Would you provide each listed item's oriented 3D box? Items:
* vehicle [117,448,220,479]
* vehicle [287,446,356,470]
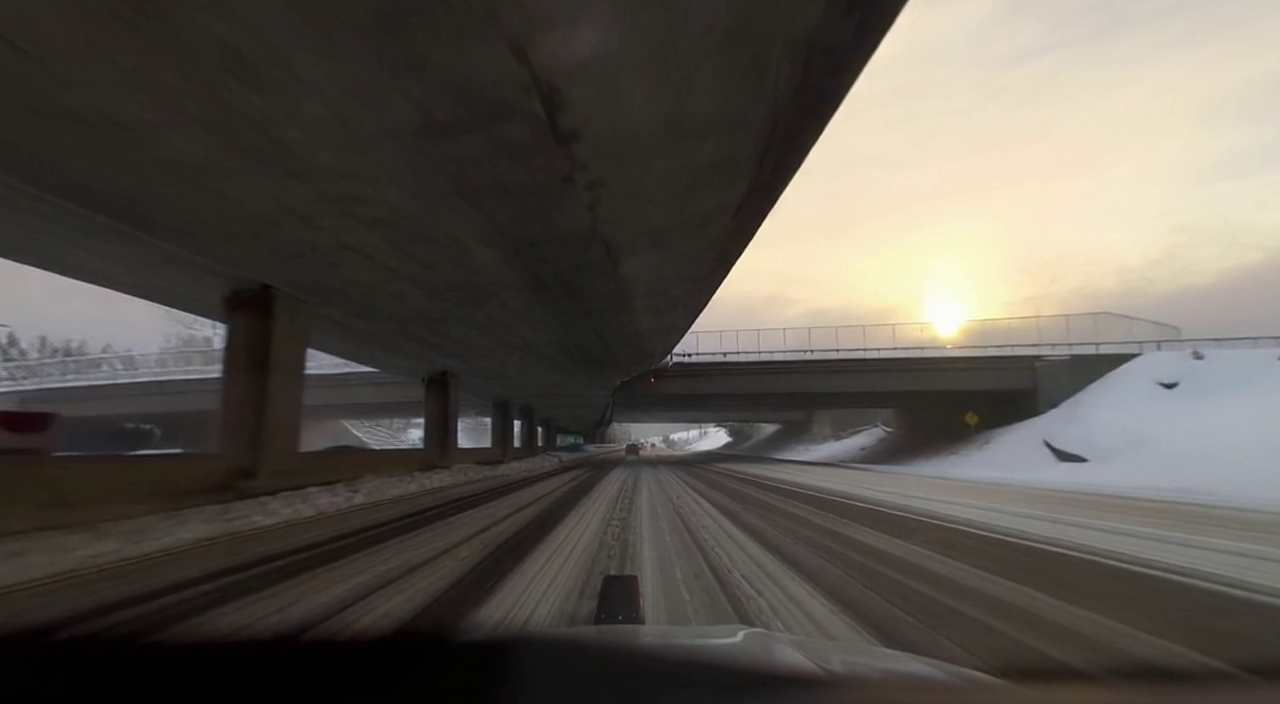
[{"bbox_3d":[-24.159,5.705,32.631,1.825,1.435,4.568,0,-9,0],"label":"vehicle"},{"bbox_3d":[-20.814,6.919,41.540,1.980,1.493,4.801,0,-9,0],"label":"vehicle"}]
